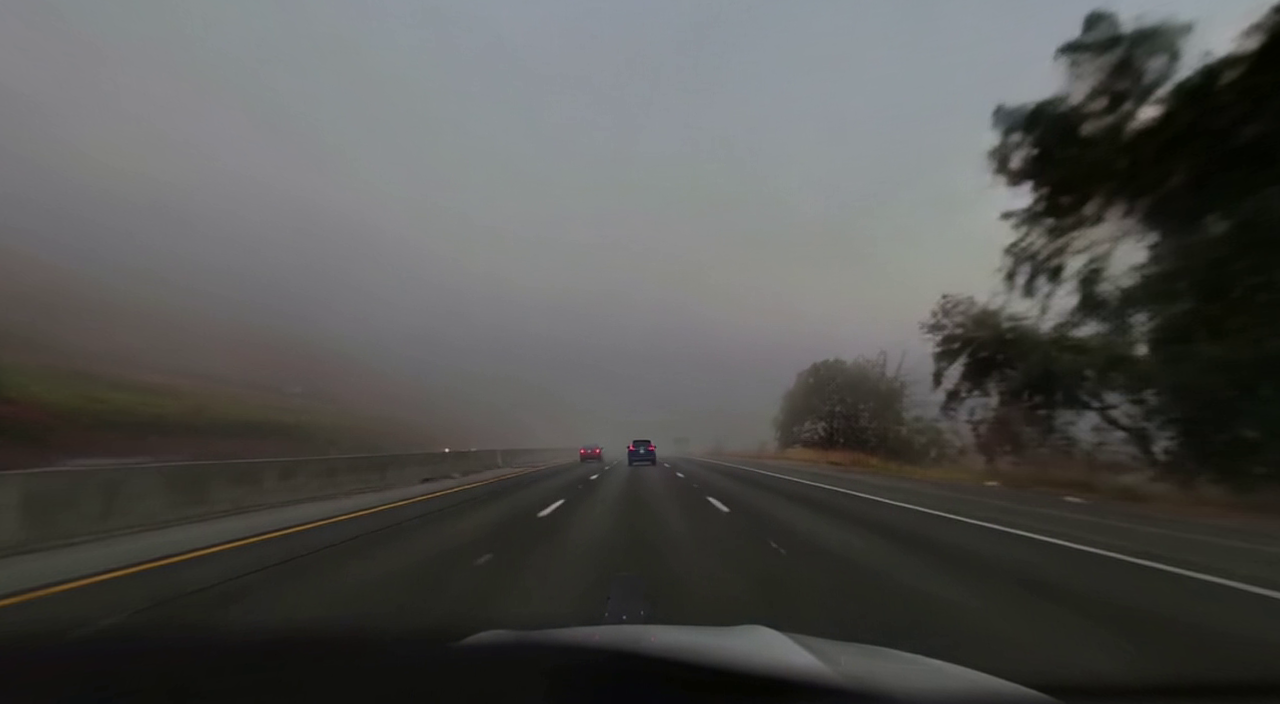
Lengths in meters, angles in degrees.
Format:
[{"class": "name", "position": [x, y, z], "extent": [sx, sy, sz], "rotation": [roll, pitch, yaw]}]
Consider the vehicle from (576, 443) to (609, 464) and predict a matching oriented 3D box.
[{"class": "vehicle", "position": [-3.519, 7.567, 47.000], "extent": [2.082, 1.485, 4.237], "rotation": [0, -8, 1]}]

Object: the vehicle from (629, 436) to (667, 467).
[{"class": "vehicle", "position": [0.461, 6.282, 39.798], "extent": [2.272, 1.836, 4.866], "rotation": [0, -8, 0]}]
